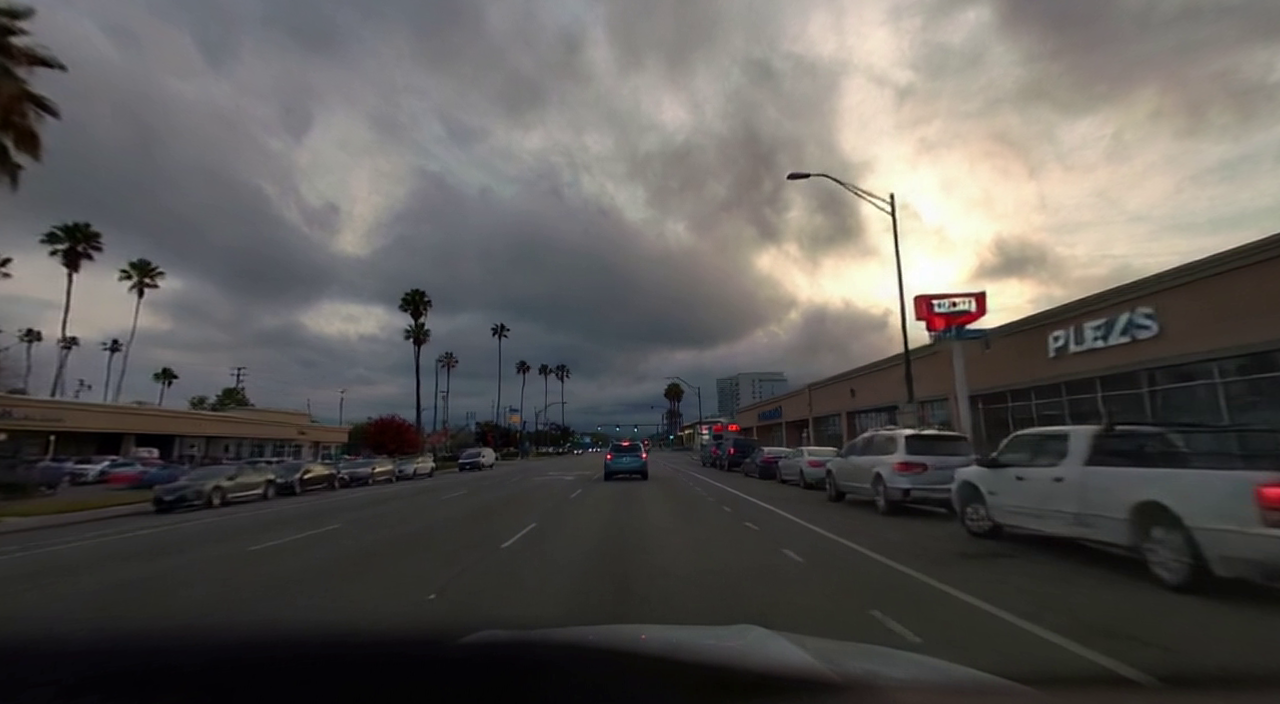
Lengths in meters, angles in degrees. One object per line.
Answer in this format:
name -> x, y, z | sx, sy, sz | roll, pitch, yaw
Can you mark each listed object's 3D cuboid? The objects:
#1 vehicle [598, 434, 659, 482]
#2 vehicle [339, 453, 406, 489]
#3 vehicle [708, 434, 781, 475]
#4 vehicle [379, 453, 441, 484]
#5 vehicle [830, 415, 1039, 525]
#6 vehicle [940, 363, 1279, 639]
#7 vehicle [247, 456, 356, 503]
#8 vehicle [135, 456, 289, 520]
vehicle -> -0.430, 4.208, 25.235 | 2.239, 1.763, 4.096 | 0, -8, 0
vehicle -> -13.264, 5.903, 31.442 | 1.774, 1.522, 3.699 | -3, -8, -1
vehicle -> 5.469, 5.458, 33.916 | 2.568, 1.974, 6.203 | 0, -8, -3
vehicle -> -13.326, 6.742, 36.771 | 1.914, 1.489, 4.523 | -4, -8, 0
vehicle -> 5.869, 2.409, 13.404 | 2.129, 1.895, 4.671 | 0, -8, -1
vehicle -> 5.724, 1.361, 6.499 | 2.430, 1.924, 5.779 | 0, -8, 0
vehicle -> -13.070, 4.898, 24.649 | 1.804, 1.441, 4.534 | -4, -8, 0
vehicle -> -13.248, 4.178, 19.864 | 1.840, 1.521, 4.450 | -5, -8, -1
